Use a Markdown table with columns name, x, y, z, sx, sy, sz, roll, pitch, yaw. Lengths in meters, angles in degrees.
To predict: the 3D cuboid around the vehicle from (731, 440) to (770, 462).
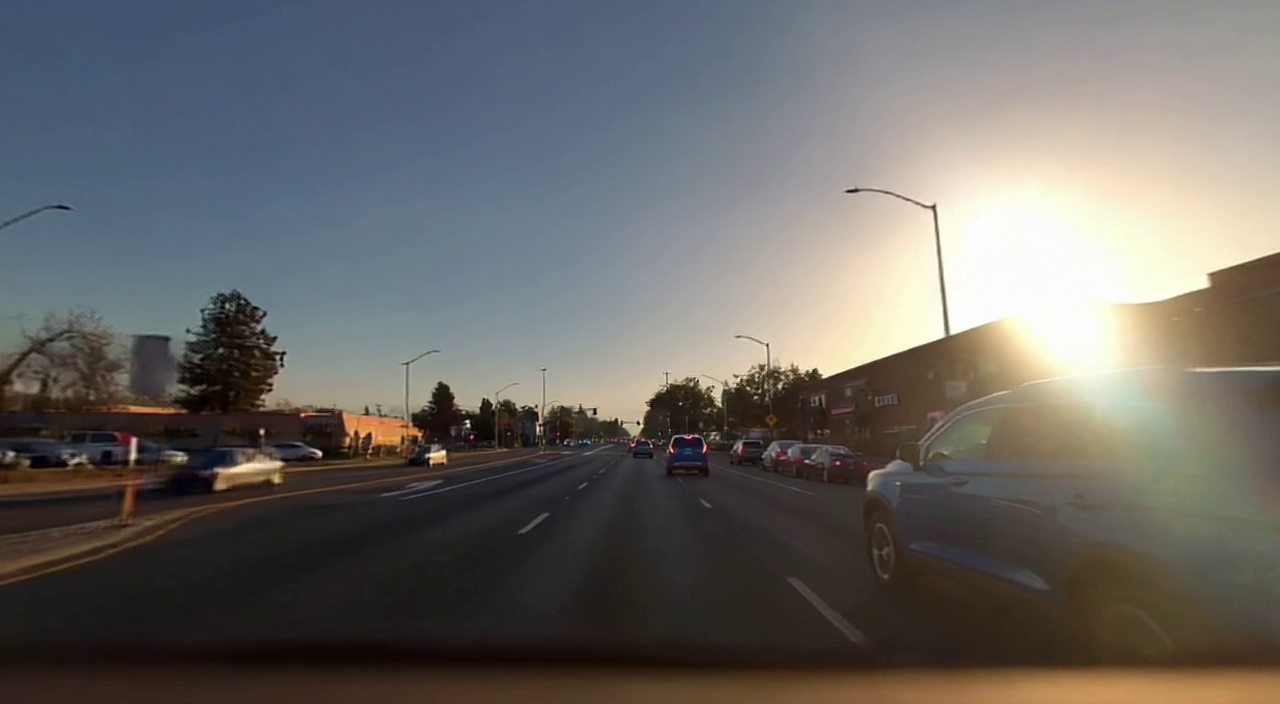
| name | x | y | z | sx | sy | sz | roll | pitch | yaw |
| --- | --- | --- | --- | --- | --- | --- | --- | --- | --- |
| vehicle | 7.824 | 7.051 | 44.933 | 1.895 | 1.437 | 4.890 | 0 | -8 | 0 |

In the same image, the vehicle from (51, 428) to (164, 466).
| name | x | y | z | sx | sy | sz | roll | pitch | yaw |
| --- | --- | --- | --- | --- | --- | --- | --- | --- | --- |
| vehicle | -30.731 | 5.565 | 36.509 | 2.042 | 1.901 | 5.209 | -3 | -10 | -1 |

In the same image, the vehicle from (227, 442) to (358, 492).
| name | x | y | z | sx | sy | sz | roll | pitch | yaw |
| --- | --- | --- | --- | --- | --- | --- | --- | --- | --- |
| vehicle | -11.330 | 3.759 | 20.912 | 1.942 | 1.473 | 4.506 | 1 | -8 | -2 |

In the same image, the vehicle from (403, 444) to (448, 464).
| name | x | y | z | sx | sy | sz | roll | pitch | yaw |
| --- | --- | --- | --- | --- | --- | --- | --- | --- | --- |
| vehicle | -17.006 | 8.121 | 49.950 | 1.962 | 1.496 | 4.431 | 0 | -8 | 1 |

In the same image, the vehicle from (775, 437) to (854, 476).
| name | x | y | z | sx | sy | sz | roll | pitch | yaw |
| --- | --- | --- | --- | --- | --- | --- | --- | --- | --- |
| vehicle | 7.417 | 4.495 | 27.203 | 2.055 | 1.508 | 4.782 | 0 | -8 | 0 |

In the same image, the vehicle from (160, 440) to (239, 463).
| name | x | y | z | sx | sy | sz | roll | pitch | yaw |
| --- | --- | --- | --- | --- | --- | --- | --- | --- | --- |
| vehicle | -30.091 | 6.819 | 43.078 | 1.949 | 1.466 | 4.654 | 0 | -8 | 1 |

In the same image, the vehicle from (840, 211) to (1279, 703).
| name | x | y | z | sx | sy | sz | roll | pitch | yaw |
| --- | --- | --- | --- | --- | --- | --- | --- | --- | --- |
| vehicle | 3.066 | 0.840 | 3.688 | 2.246 | 1.963 | 4.777 | 0 | -8 | 1 |

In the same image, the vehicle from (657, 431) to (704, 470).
| name | x | y | z | sx | sy | sz | roll | pitch | yaw |
| --- | --- | --- | --- | --- | --- | --- | --- | --- | --- |
| vehicle | 2.055 | 5.220 | 33.374 | 2.317 | 1.857 | 5.150 | 0 | -8 | 1 |
